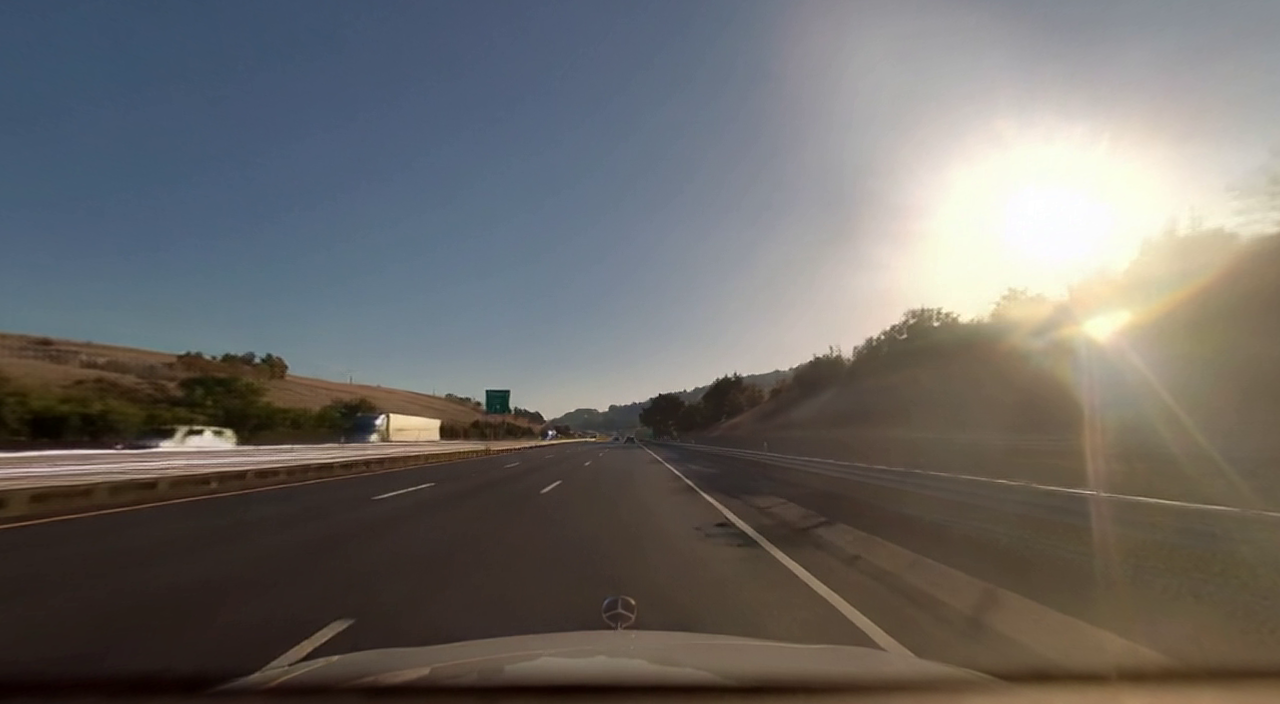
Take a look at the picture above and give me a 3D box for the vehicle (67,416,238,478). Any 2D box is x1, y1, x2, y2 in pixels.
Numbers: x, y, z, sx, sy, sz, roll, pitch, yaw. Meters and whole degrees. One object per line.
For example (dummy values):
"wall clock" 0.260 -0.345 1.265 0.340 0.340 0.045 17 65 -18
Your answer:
"vehicle" -19.343 3.813 25.454 2.254 2.192 5.787 0 -8 0
